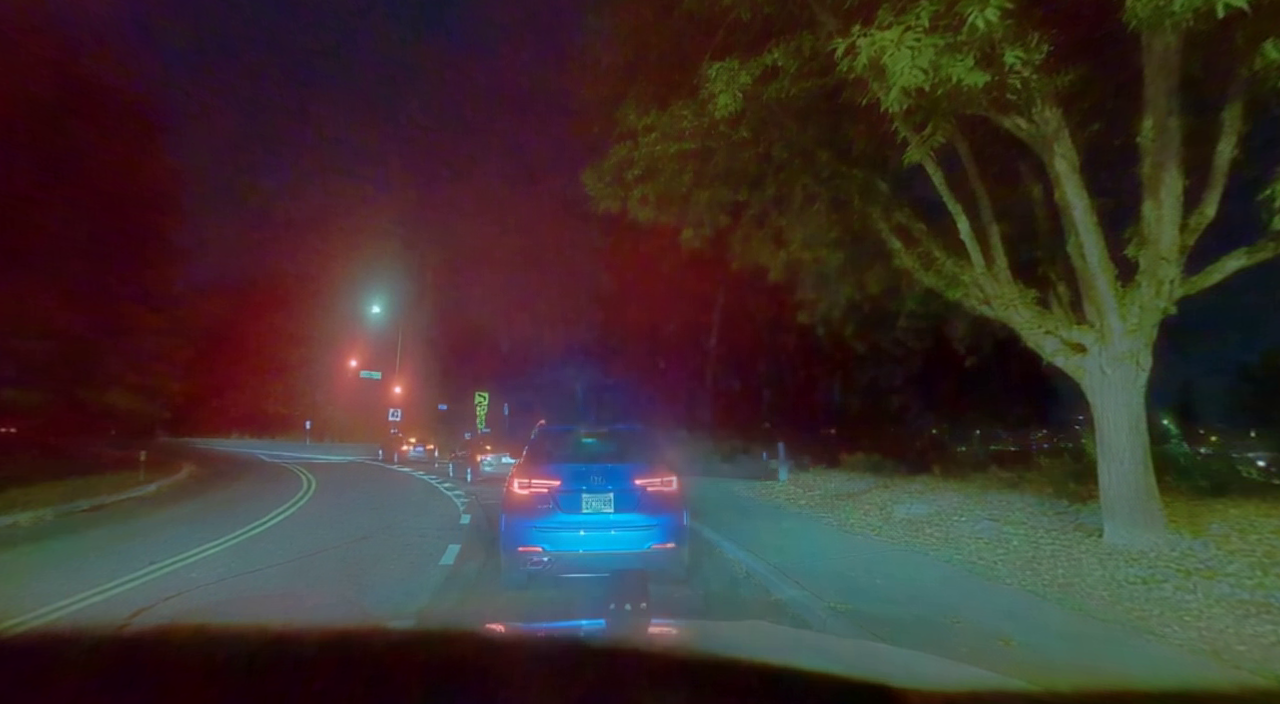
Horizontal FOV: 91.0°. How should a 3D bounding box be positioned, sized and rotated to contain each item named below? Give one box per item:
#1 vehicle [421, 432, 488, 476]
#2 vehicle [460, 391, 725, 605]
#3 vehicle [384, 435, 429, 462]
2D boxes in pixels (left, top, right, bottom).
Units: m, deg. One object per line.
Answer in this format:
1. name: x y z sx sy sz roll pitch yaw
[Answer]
1. vehicle: -7.285 3.932 24.491 1.902 1.536 3.662 4 -9 -25
2. vehicle: -0.680 1.457 7.199 2.134 1.671 4.147 1 -8 -9
3. vehicle: -13.752 5.632 36.900 1.863 1.488 4.426 4 -9 -27
